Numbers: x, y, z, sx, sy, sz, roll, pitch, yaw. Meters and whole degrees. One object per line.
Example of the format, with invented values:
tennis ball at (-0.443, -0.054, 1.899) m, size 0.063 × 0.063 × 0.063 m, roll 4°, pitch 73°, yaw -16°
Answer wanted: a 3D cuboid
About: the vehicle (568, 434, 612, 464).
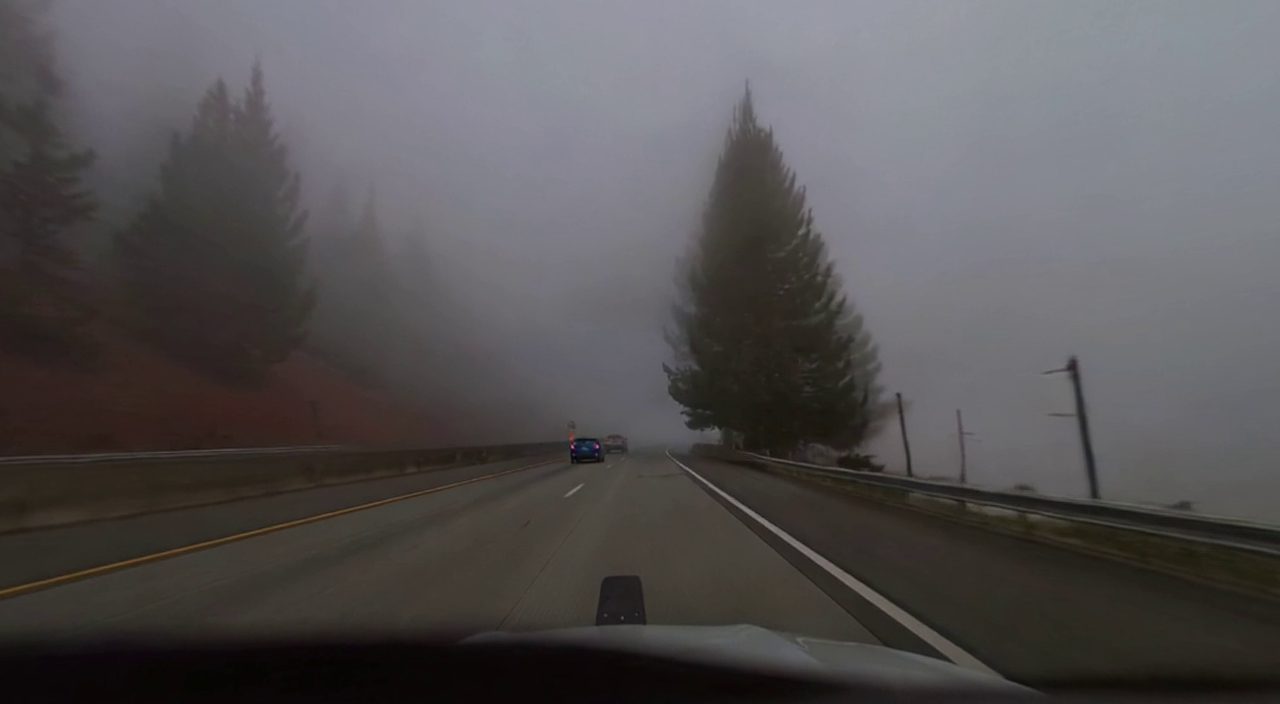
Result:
vehicle at (-2.857, 5.682, 36.798) m, size 2.053 × 1.589 × 4.671 m, roll -1°, pitch -9°, yaw 2°
